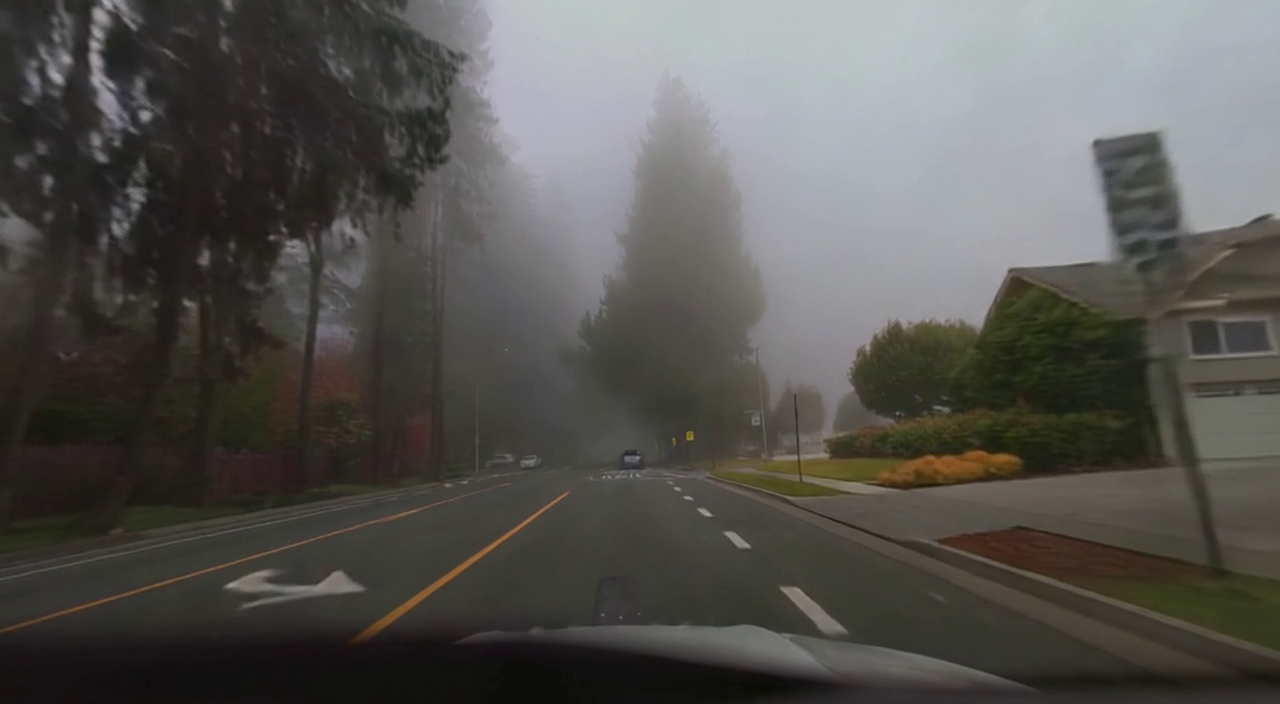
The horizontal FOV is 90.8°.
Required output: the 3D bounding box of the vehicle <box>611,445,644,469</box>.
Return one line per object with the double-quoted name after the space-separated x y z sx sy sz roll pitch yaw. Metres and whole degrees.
-0.843 6.867 41.587 2.104 1.500 3.815 0 -9 -1 "vehicle"
